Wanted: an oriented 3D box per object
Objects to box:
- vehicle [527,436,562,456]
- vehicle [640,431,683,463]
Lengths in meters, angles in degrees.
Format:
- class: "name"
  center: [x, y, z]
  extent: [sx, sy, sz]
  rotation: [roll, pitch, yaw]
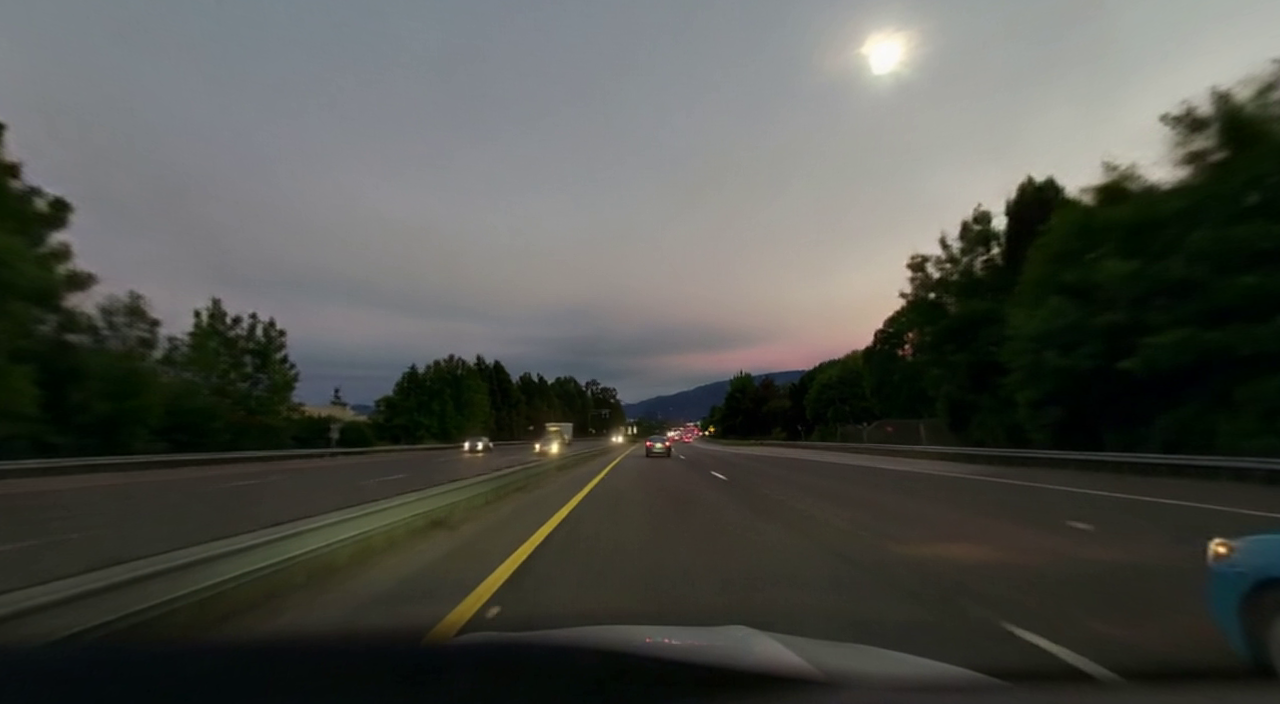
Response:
- class: "vehicle"
  center: [-7.448, 7.402, 49.519]
  extent: [1.968, 1.481, 4.273]
  rotation: [0, -8, 2]
- class: "vehicle"
  center: [1.014, 4.784, 31.914]
  extent: [2.046, 1.526, 3.903]
  rotation: [0, -8, 0]
